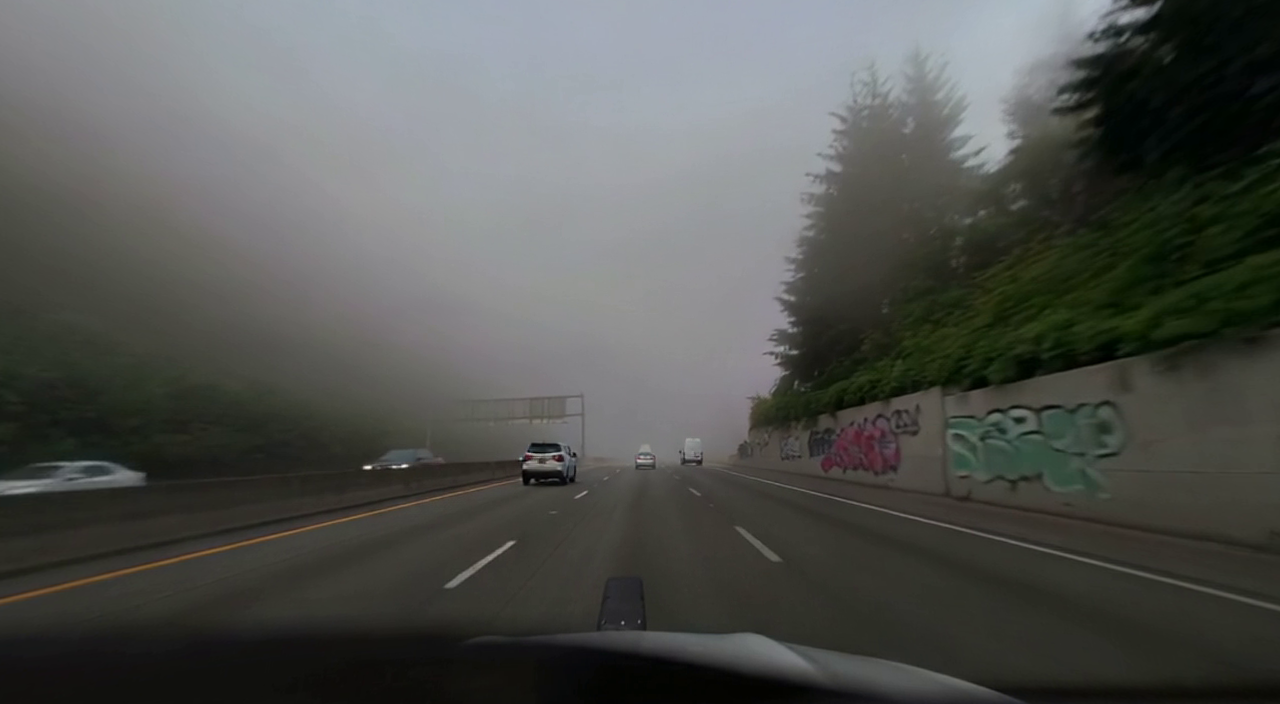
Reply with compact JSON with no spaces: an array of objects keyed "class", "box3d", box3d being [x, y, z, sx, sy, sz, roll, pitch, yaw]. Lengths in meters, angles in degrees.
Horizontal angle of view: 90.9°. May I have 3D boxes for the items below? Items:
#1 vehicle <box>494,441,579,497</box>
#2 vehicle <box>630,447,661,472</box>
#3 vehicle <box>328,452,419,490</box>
[{"class":"vehicle","box3d":[-3.258,3.789,20.784,1.964,1.618,4.489,0,-9,1]},{"class":"vehicle","box3d":[0.395,7.539,44.457,2.108,1.663,3.159,0,-9,1]},{"class":"vehicle","box3d":[-11.791,5.272,28.287,2.058,1.540,4.479,0,-9,1]}]
